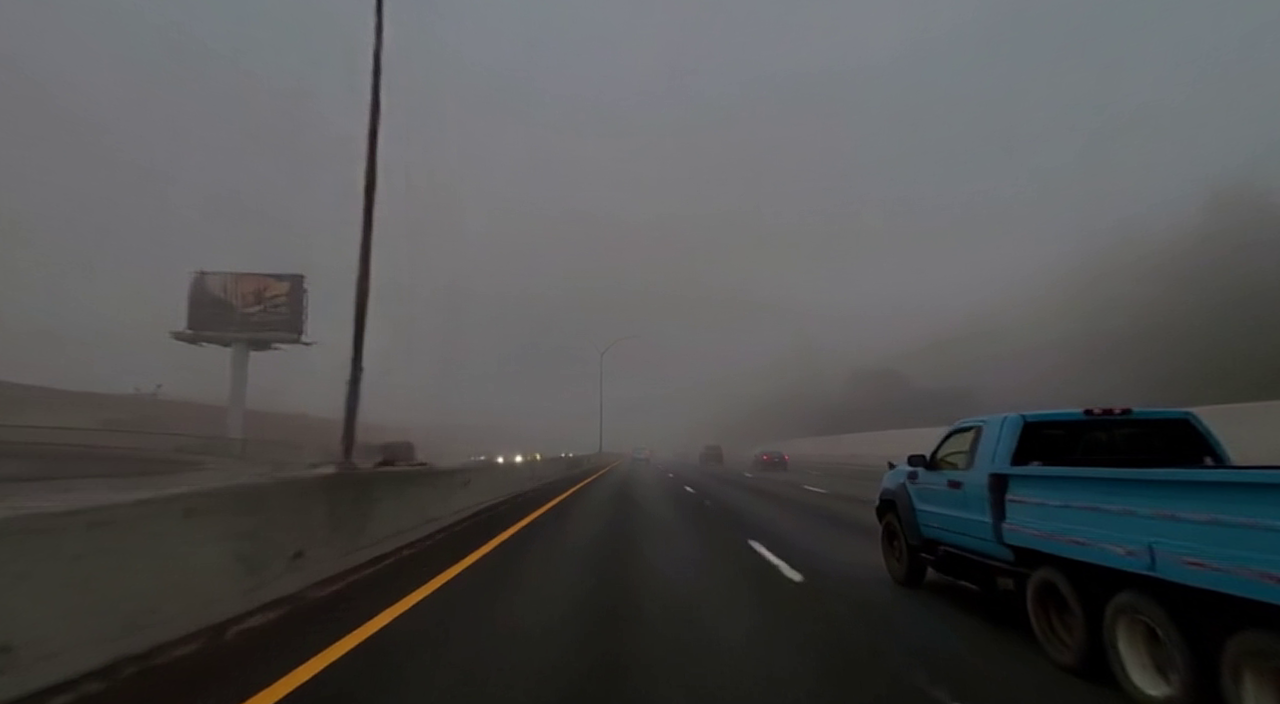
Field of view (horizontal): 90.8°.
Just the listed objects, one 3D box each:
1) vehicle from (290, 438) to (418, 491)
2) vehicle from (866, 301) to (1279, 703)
[{"bbox_3d":[-11.079,4.389,25.109,2.327,1.801,5.846,0,-9,0],"label":"vehicle"},{"bbox_3d":[3.143,0.927,3.701,1.973,1.710,4.476,0,-9,0],"label":"vehicle"}]
